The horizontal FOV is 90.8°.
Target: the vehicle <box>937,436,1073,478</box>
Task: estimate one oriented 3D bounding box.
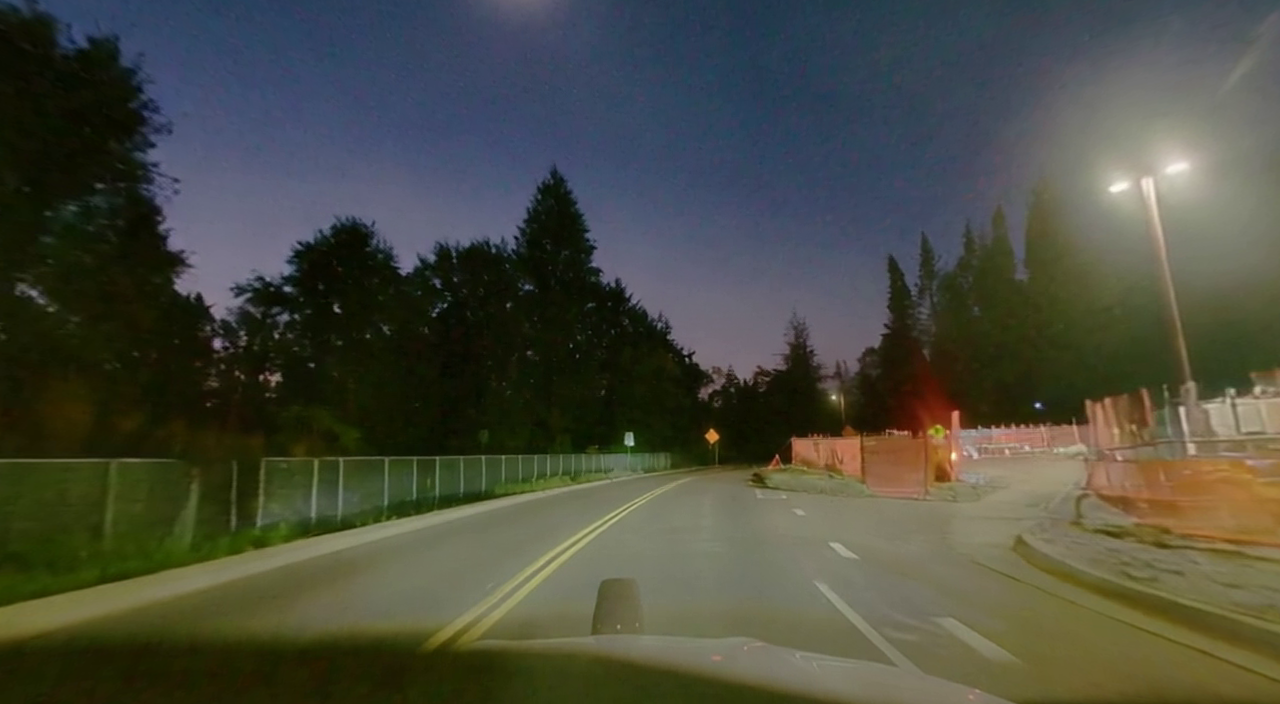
[{"bbox_3d":[14.460,4.225,25.289,4.221,1.440,1.915,-5,-10,14],"label":"vehicle"}]
